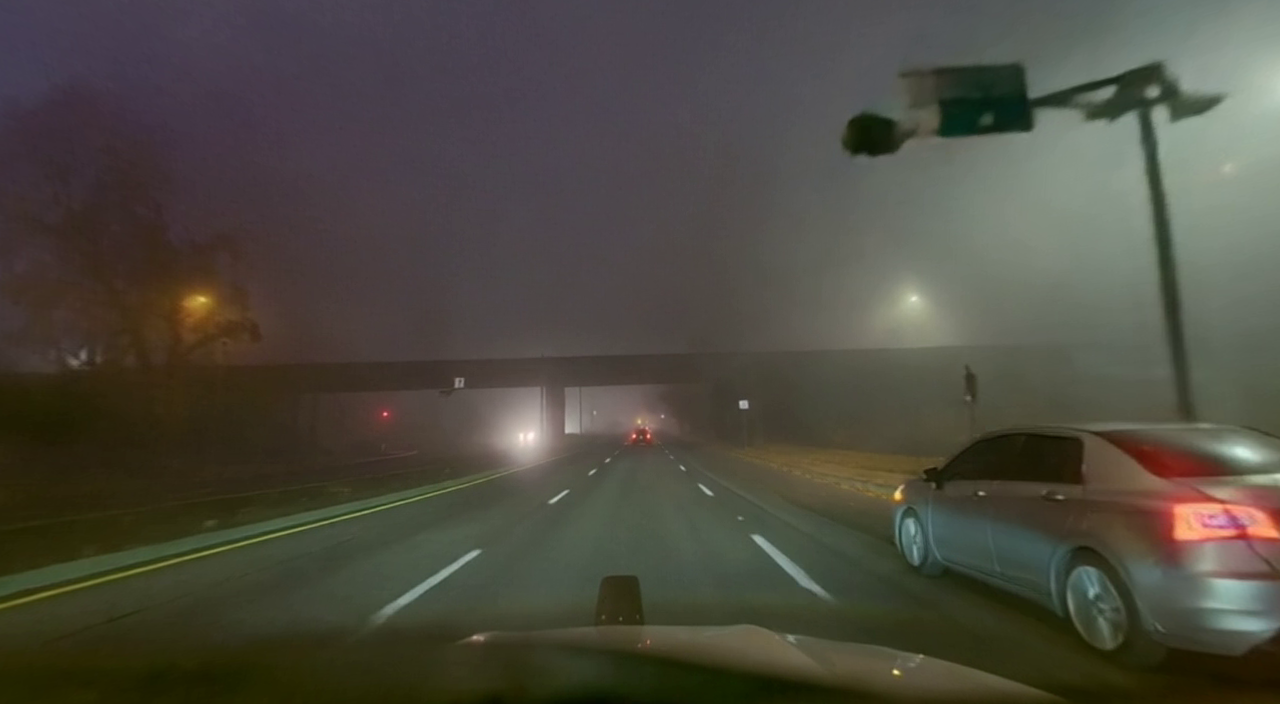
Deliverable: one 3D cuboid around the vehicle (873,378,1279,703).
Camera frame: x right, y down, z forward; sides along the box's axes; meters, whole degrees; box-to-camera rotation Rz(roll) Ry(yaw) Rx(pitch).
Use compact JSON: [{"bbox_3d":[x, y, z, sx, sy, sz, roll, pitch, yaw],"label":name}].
[{"bbox_3d":[3.535,1.173,4.441,2.063,1.542,4.420,0,-9,0],"label":"vehicle"}]
